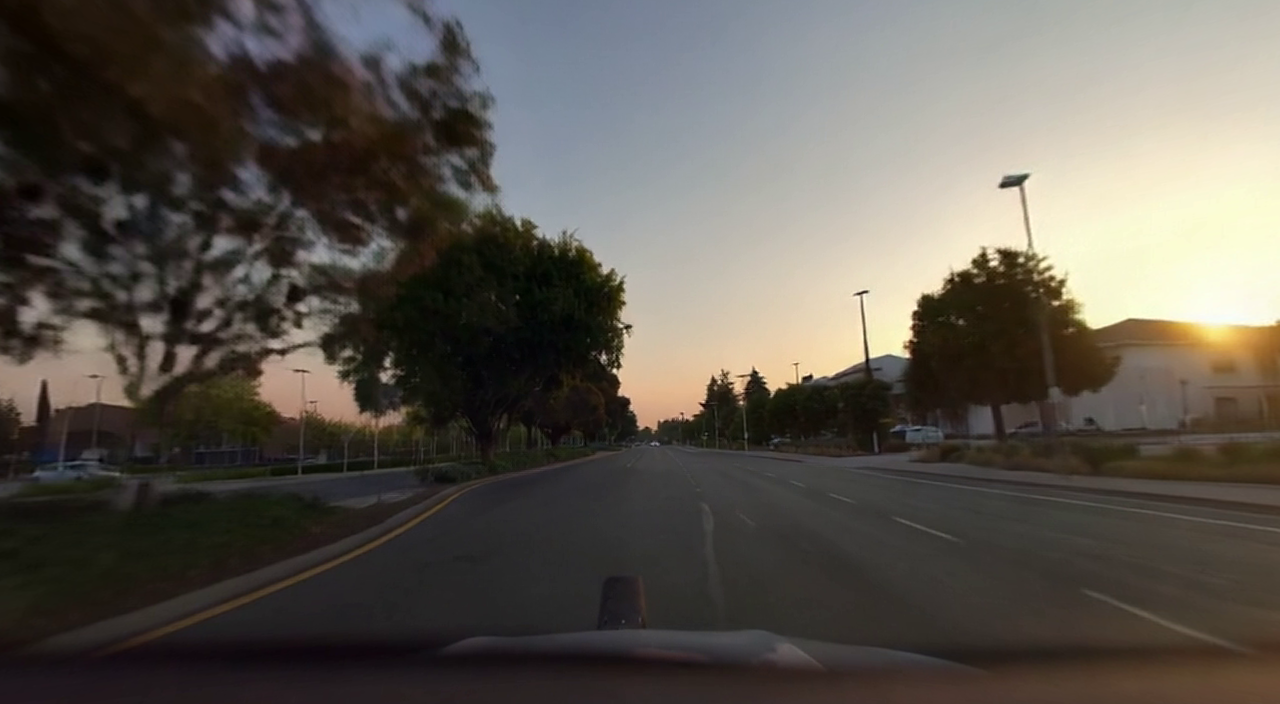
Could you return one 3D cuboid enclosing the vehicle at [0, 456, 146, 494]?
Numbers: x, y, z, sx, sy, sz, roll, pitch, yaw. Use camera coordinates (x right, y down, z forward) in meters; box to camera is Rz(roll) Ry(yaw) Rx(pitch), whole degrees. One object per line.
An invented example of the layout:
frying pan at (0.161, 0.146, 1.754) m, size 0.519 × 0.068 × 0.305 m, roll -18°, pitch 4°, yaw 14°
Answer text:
vehicle at (-32.013, 6.901, 35.712) m, size 2.510 × 1.873 × 5.815 m, roll -2°, pitch -9°, yaw 10°
